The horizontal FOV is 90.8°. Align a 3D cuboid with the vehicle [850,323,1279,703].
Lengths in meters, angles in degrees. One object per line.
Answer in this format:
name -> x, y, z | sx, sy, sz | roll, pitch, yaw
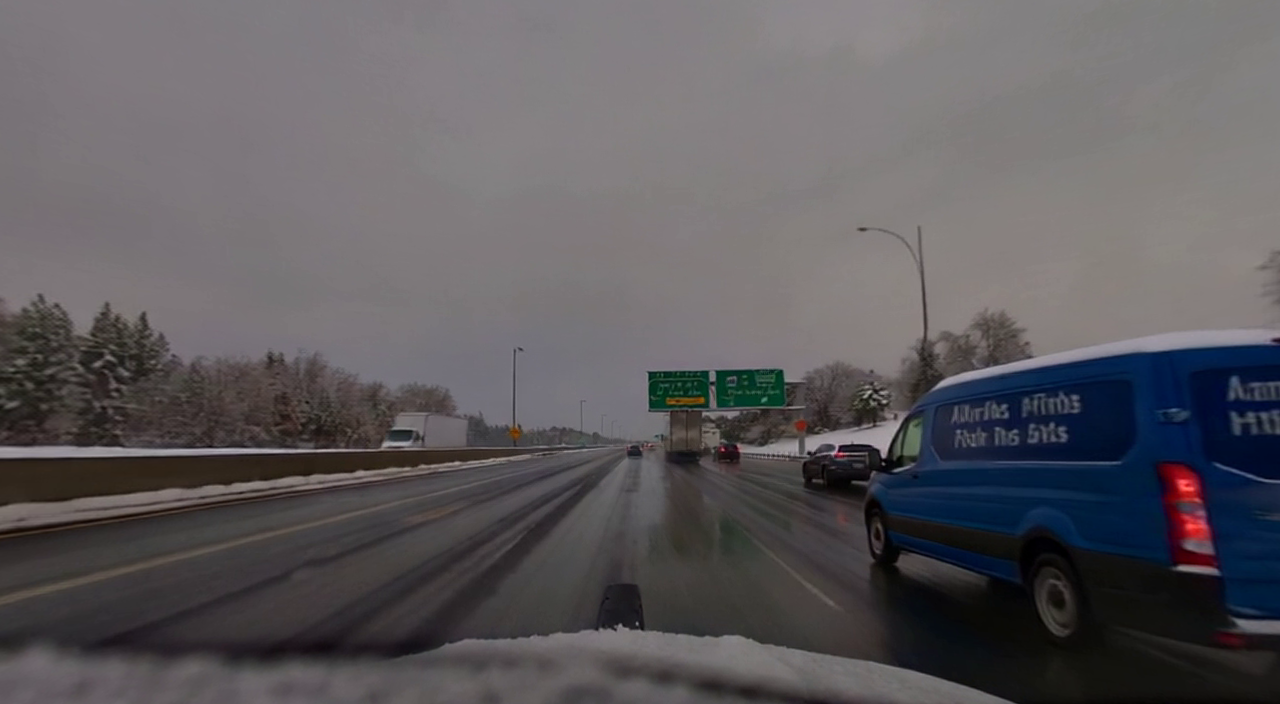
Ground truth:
vehicle -> 3.647, 1.172, 5.299 | 2.035, 1.931, 4.841 | 0, -8, -1
